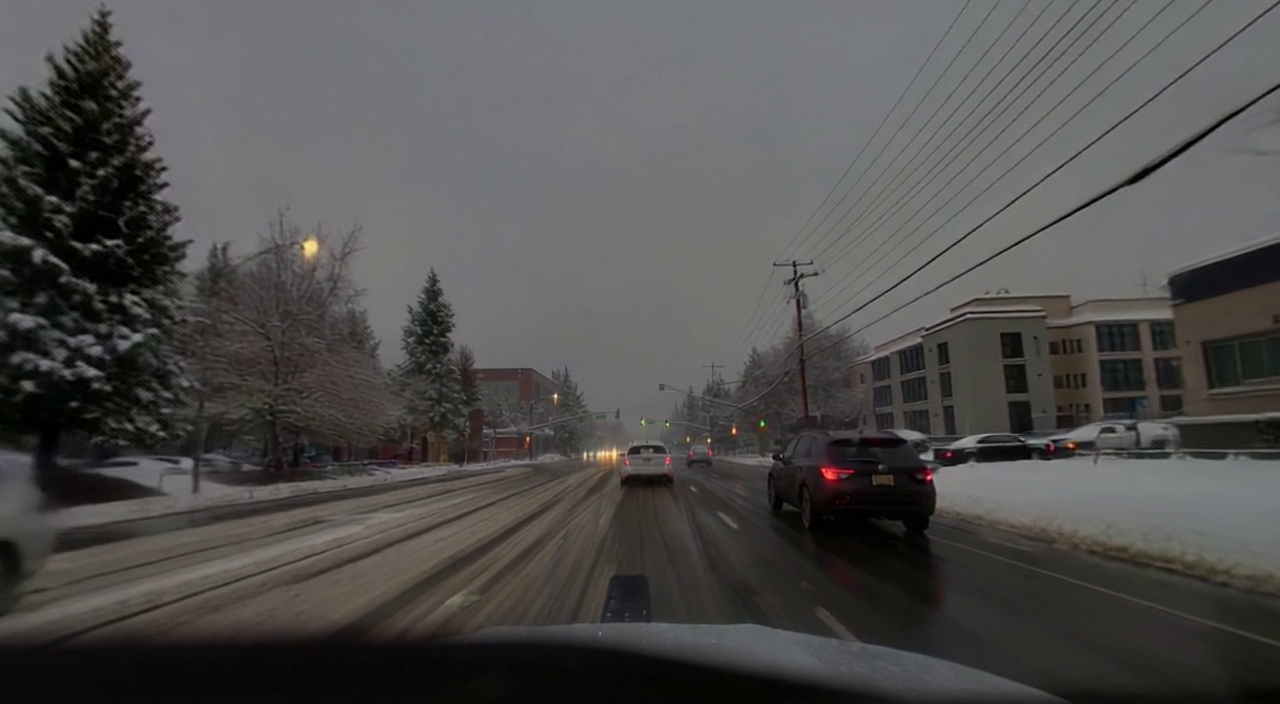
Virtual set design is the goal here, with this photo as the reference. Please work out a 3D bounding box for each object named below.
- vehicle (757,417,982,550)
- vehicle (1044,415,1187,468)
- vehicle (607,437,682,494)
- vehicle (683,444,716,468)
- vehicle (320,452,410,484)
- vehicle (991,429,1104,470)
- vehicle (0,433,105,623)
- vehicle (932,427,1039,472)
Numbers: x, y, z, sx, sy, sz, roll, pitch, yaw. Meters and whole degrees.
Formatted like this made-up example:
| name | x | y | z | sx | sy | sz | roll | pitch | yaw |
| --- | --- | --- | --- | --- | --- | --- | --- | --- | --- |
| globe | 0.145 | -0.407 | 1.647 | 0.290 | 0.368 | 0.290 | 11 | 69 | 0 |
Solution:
| name | x | y | z | sx | sy | sz | roll | pitch | yaw |
| --- | --- | --- | --- | --- | --- | --- | --- | --- | --- |
| vehicle | 3.414 | 2.047 | 10.518 | 2.024 | 1.711 | 4.512 | 0 | -8 | 0 |
| vehicle | 18.702 | 3.628 | 25.168 | 1.950 | 1.797 | 4.967 | -3 | -10 | 3 |
| vehicle | 0.157 | 3.673 | 20.767 | 2.200 | 1.653 | 4.127 | 0 | -8 | 1 |
| vehicle | 4.051 | 7.105 | 43.279 | 1.880 | 1.503 | 4.130 | 0 | -8 | 0 |
| vehicle | -15.832 | 6.702 | 36.442 | 4.290 | 1.510 | 2.006 | -4 | -10 | 6 |
| vehicle | 16.148 | 3.897 | 25.266 | 2.018 | 1.488 | 4.059 | -1 | -8 | 4 |
| vehicle | -6.581 | 1.347 | 4.204 | 2.008 | 1.638 | 4.552 | 0 | -8 | 0 |
| vehicle | 13.528 | 3.840 | 25.009 | 1.899 | 1.602 | 4.297 | -1 | -8 | 2 |
